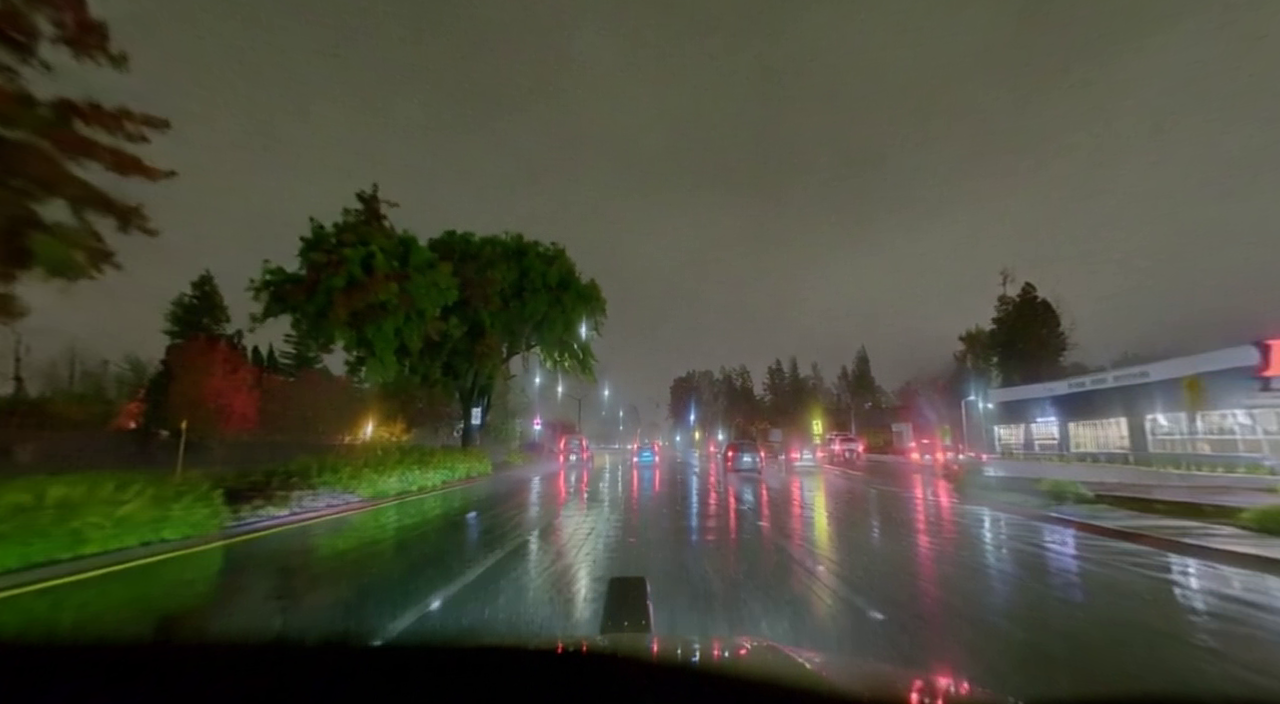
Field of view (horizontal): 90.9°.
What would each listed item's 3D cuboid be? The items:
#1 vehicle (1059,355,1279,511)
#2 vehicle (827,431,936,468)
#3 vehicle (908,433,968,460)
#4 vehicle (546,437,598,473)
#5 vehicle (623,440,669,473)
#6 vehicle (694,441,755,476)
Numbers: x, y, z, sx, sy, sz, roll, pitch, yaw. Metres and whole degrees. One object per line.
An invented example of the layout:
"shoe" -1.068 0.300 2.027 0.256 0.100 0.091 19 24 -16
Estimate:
"vehicle" 14.613 1.771 13.858 8.343 3.028 3.002 -1 -10 2
"vehicle" 13.422 5.474 35.264 5.144 1.834 2.188 -2 -9 2
"vehicle" 23.258 7.399 49.436 2.145 1.922 5.397 0 -8 1
"vehicle" -3.216 4.980 30.608 1.995 1.607 4.086 0 -8 1
"vehicle" 0.268 4.970 30.240 2.059 1.477 4.216 0 -8 0
"vehicle" 3.720 4.771 28.490 2.012 1.462 4.400 0 -8 -1
